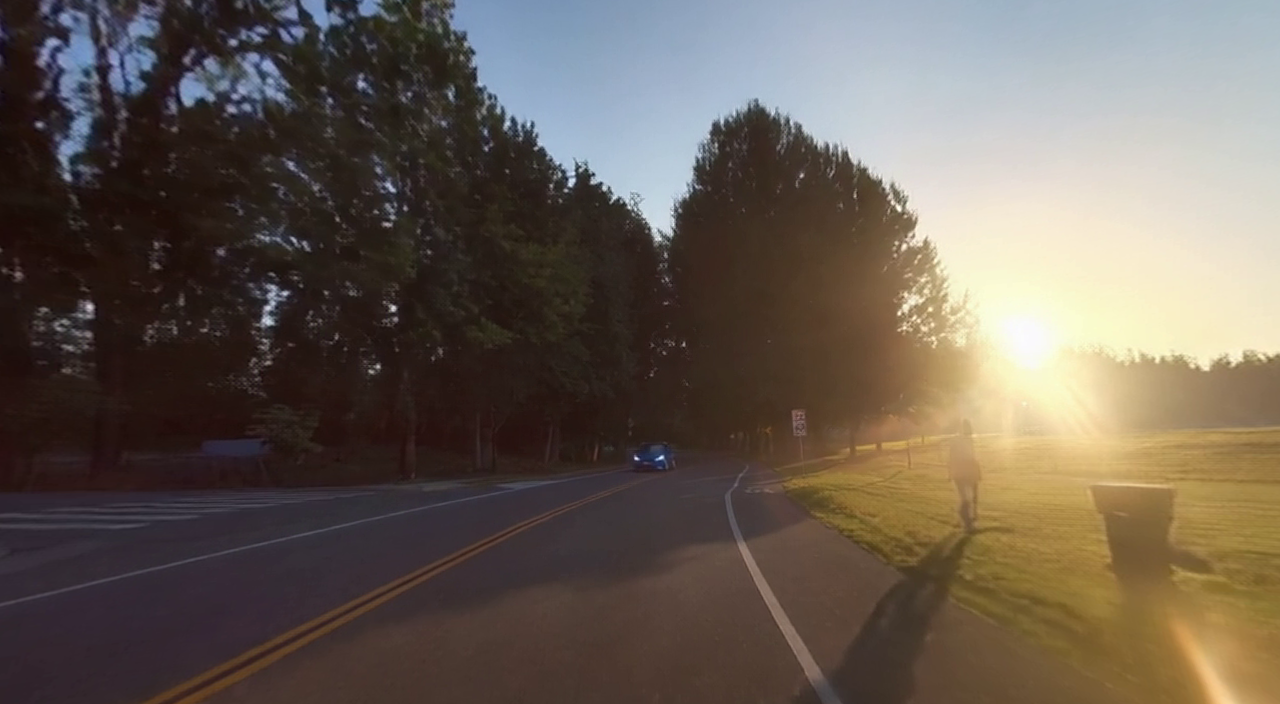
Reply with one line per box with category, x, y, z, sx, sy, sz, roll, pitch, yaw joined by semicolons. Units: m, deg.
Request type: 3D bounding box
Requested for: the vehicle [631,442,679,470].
vehicle;0.937;5.919;36.196;2.190;1.499;4.209;-1;-9;10
